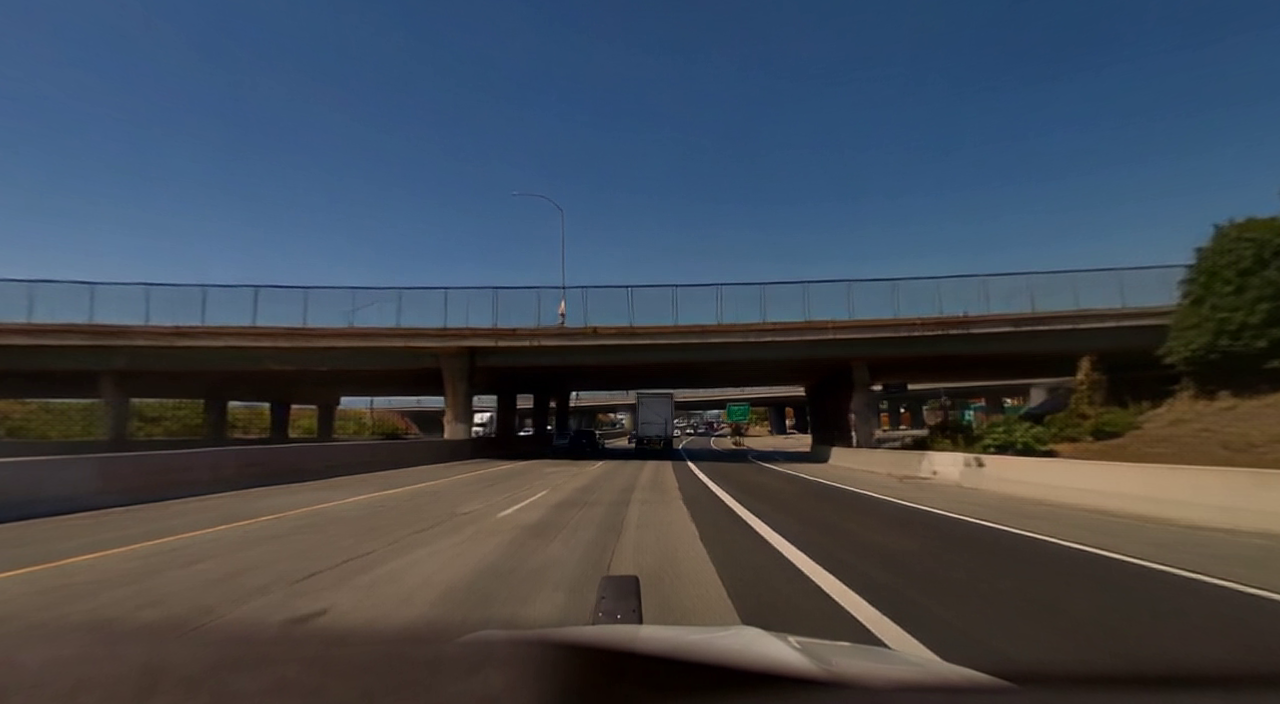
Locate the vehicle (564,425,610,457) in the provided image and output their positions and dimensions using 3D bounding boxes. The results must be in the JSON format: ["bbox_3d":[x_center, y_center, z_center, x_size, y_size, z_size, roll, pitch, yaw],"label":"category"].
[{"bbox_3d":[-3.088,5.309,37.495,2.119,1.787,4.655,-1,-8,3],"label":"vehicle"}]

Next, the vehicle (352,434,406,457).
[{"bbox_3d":[-18.866,6.745,45.583,1.879,1.549,4.119,-1,-8,4],"label":"vehicle"}]

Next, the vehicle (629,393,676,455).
[{"bbox_3d":[0.970,5.354,45.995,3.024,4.019,10.605,0,-8,2],"label":"vehicle"}]
